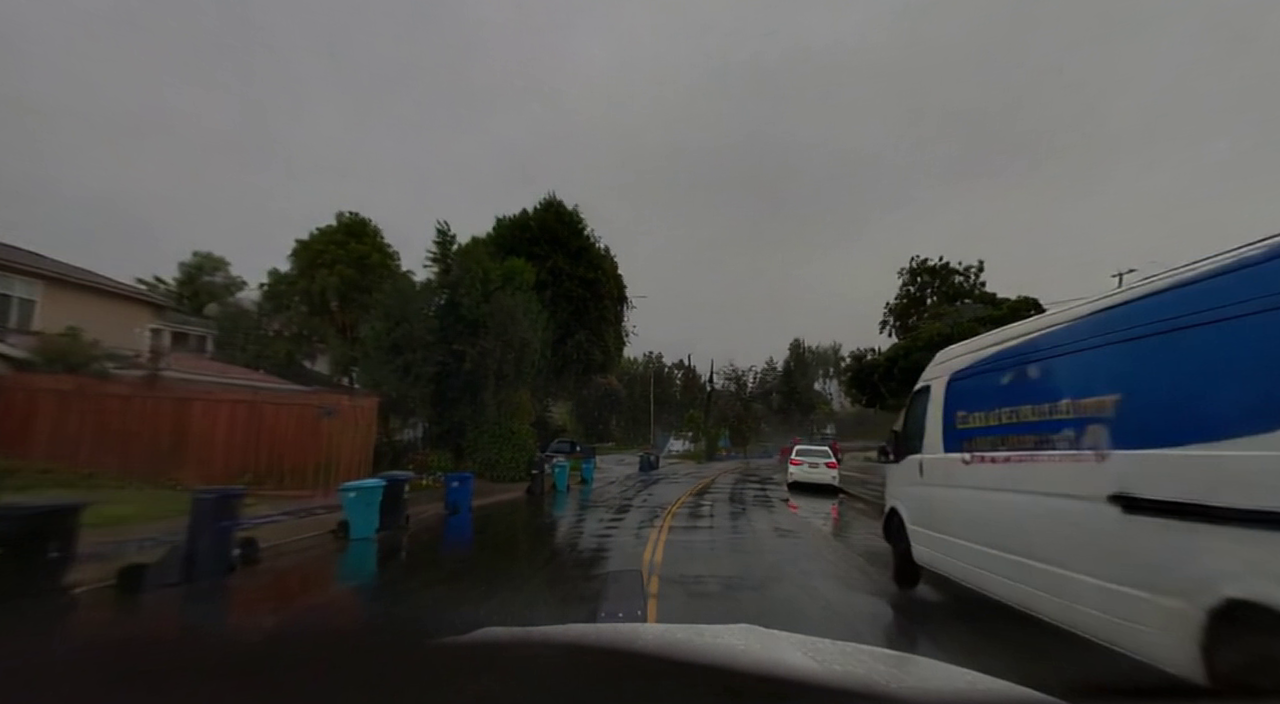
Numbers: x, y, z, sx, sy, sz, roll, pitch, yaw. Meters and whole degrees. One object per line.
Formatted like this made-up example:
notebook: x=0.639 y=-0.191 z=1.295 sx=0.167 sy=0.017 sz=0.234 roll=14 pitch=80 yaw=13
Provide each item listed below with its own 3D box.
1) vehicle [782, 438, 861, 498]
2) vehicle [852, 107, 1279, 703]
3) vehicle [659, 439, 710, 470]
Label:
vehicle: x=5.673 y=3.632 z=20.217 sx=1.822 sy=1.668 sz=4.147 roll=-1 pitch=-9 yaw=8
vehicle: x=3.920 y=0.724 z=4.597 sx=2.684 sy=2.712 sz=6.197 roll=0 pitch=-9 yaw=1
vehicle: x=2.743 y=6.097 z=37.818 sx=2.278 sy=1.704 sz=5.321 roll=-2 pitch=-9 yaw=12
